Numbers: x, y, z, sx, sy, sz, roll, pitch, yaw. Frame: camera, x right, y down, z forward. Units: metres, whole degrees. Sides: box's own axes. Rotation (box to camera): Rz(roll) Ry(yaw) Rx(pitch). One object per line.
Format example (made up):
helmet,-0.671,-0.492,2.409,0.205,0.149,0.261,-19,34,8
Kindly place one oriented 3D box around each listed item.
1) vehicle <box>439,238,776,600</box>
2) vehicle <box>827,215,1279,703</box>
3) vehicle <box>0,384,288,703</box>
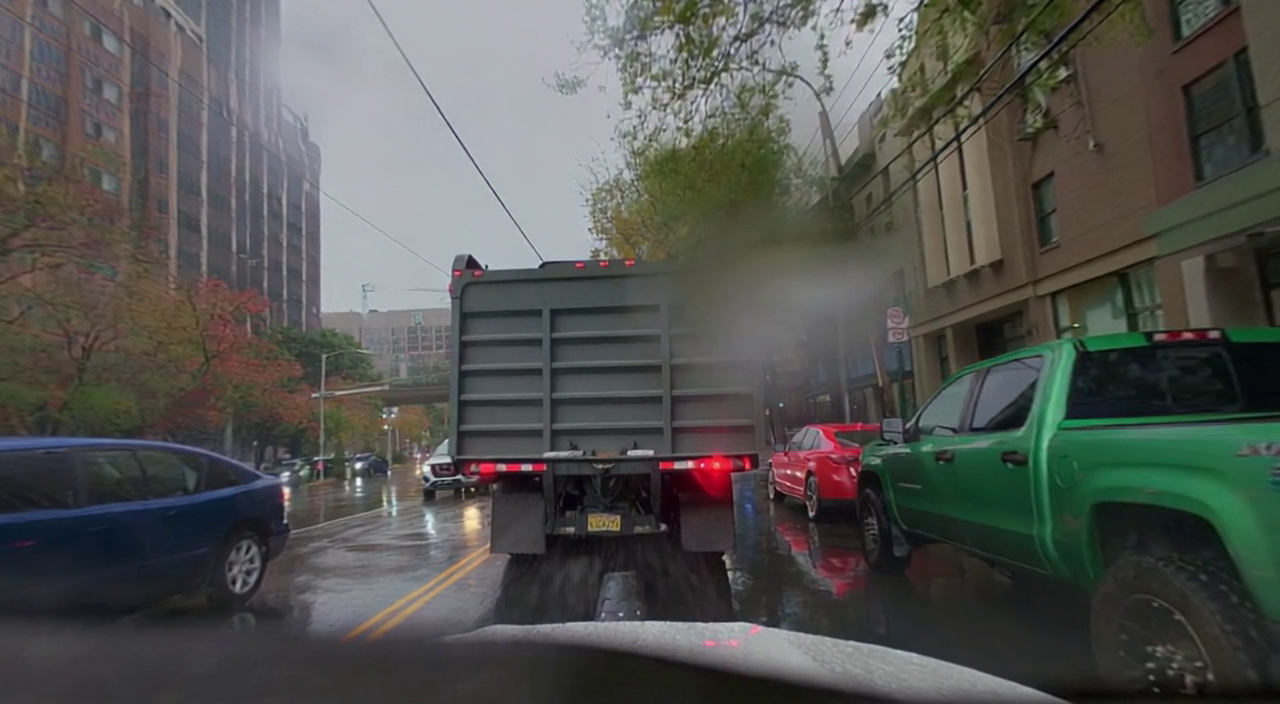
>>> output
vehicle,-0.248,1.140,9.703,2.878,3.204,8.244,0,-8,0
vehicle,3.235,0.886,4.285,2.242,1.979,5.722,0,-8,1
vehicle,-4.117,1.019,3.248,1.988,1.657,4.492,0,-8,0
